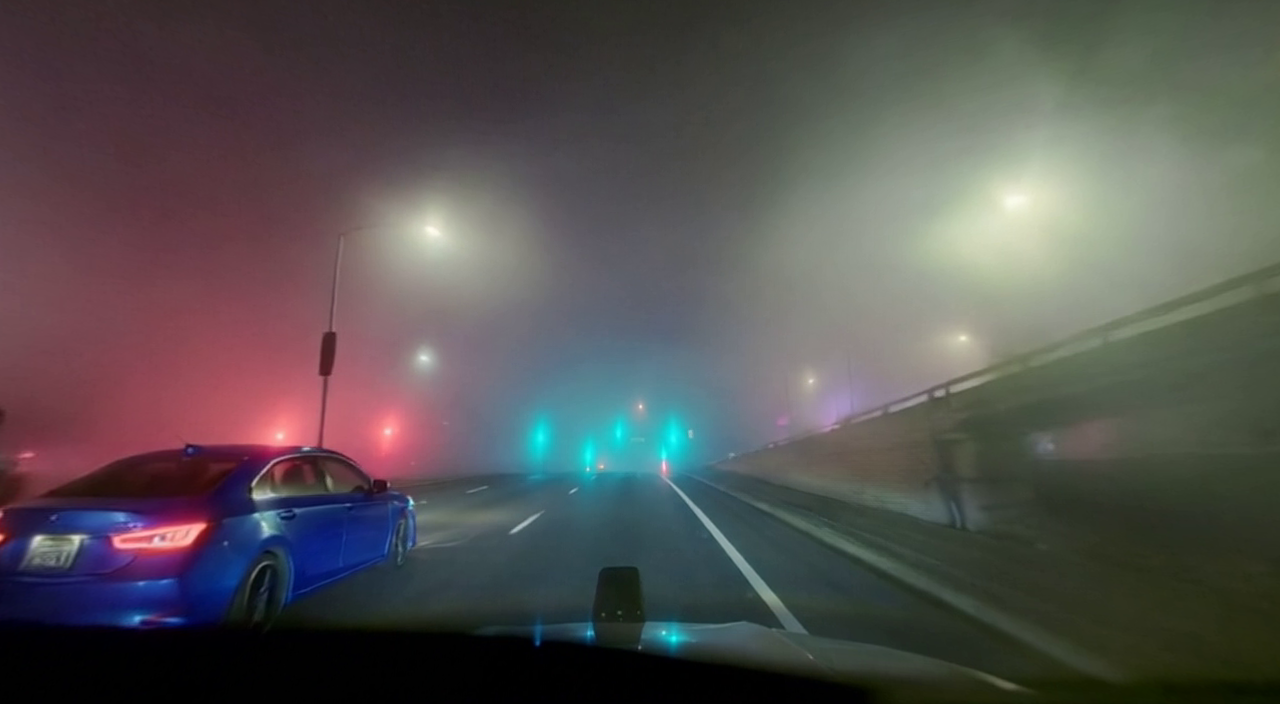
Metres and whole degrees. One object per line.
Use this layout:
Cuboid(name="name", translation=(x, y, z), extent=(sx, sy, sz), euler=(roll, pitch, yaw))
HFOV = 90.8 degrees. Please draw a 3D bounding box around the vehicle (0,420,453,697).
Cuboid(name="vehicle", translation=(-3.338, 1.435, 5.611), extent=(2.041, 1.470, 4.290), euler=(0, -9, 0))
